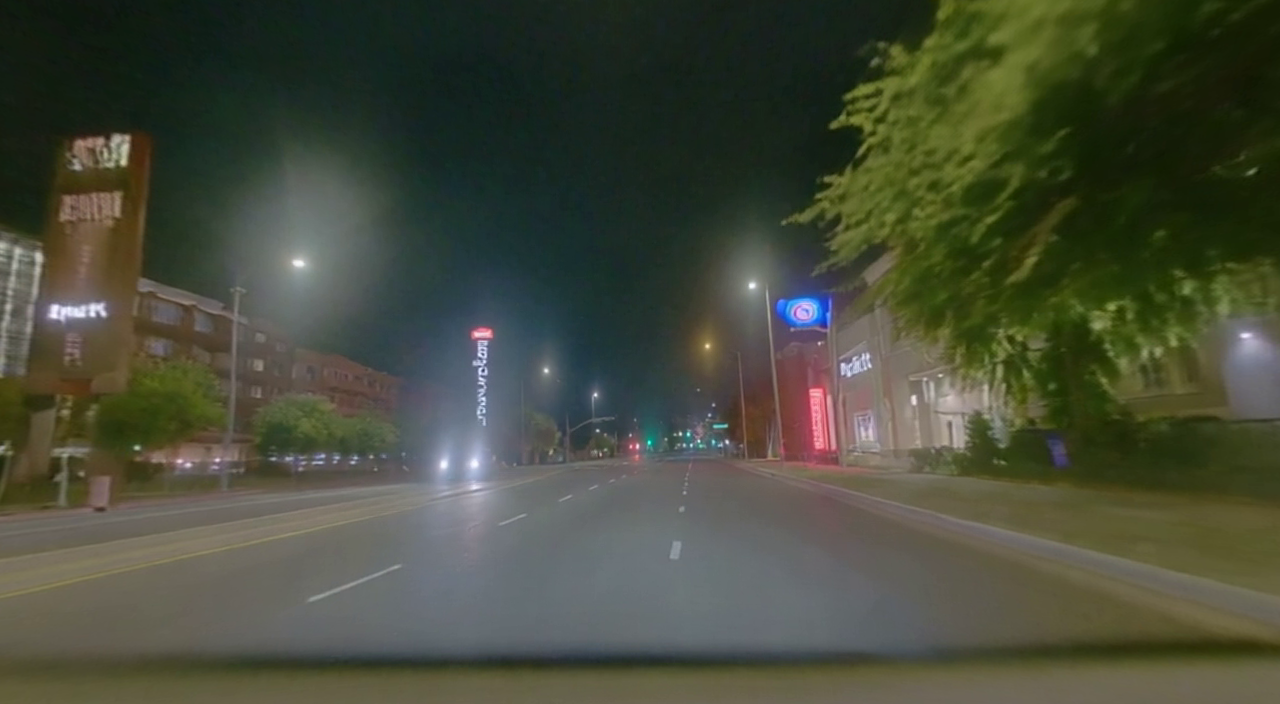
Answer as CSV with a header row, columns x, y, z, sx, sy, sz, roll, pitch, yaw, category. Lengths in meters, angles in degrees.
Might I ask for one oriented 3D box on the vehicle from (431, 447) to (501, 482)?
x,y,z,sx,sy,sz,roll,pitch,yaw,category
-9.351,6.059,34.202,2.209,1.773,4.481,-1,-9,4,vehicle
